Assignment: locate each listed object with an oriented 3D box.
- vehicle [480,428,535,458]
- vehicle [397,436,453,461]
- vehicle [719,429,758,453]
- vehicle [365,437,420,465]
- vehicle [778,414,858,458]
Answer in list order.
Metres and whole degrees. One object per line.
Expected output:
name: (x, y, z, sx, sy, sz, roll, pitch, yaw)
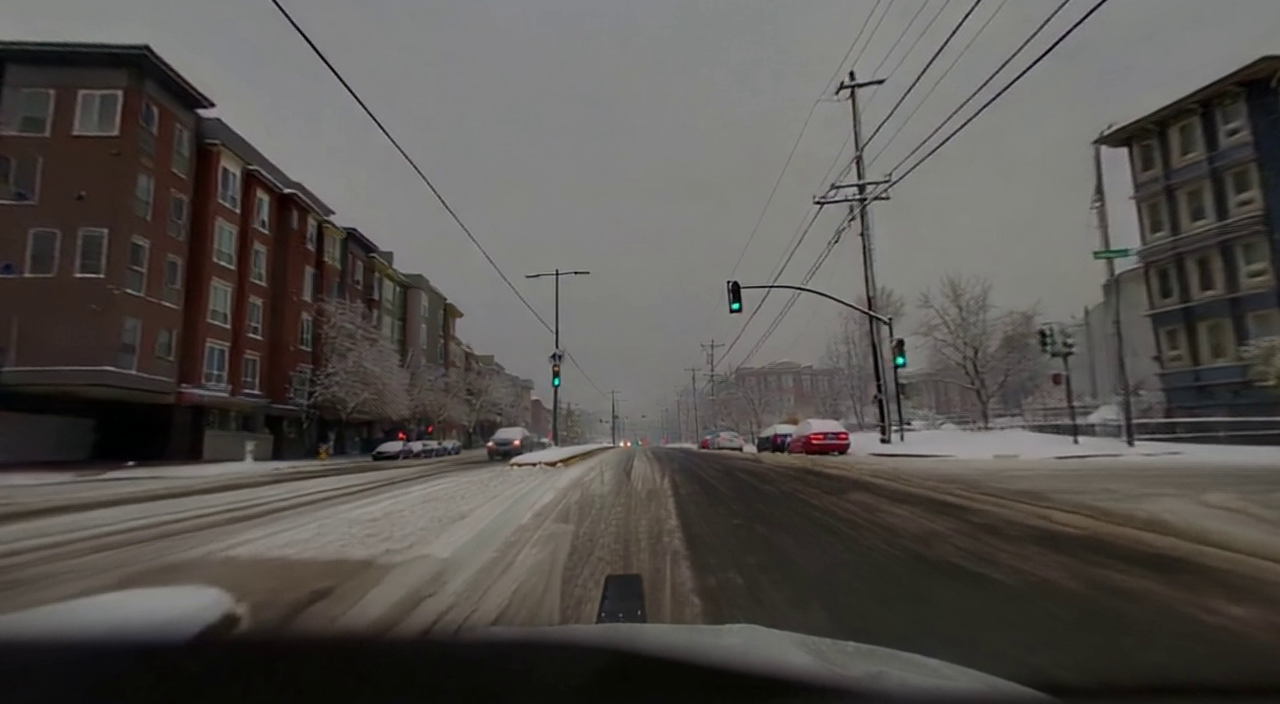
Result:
vehicle: (-7.471, 5.165, 36.046, 2.180, 1.608, 4.321, 0, -8, 0)
vehicle: (-14.886, 6.708, 44.014, 2.124, 1.626, 4.908, 0, -8, 1)
vehicle: (7.297, 6.662, 47.424, 2.143, 1.731, 4.781, 0, -8, 0)
vehicle: (-14.886, 5.917, 38.184, 1.879, 1.507, 3.745, 0, -6, -2)
vehicle: (7.414, 3.578, 26.864, 1.996, 1.704, 4.490, 0, -8, -1)
